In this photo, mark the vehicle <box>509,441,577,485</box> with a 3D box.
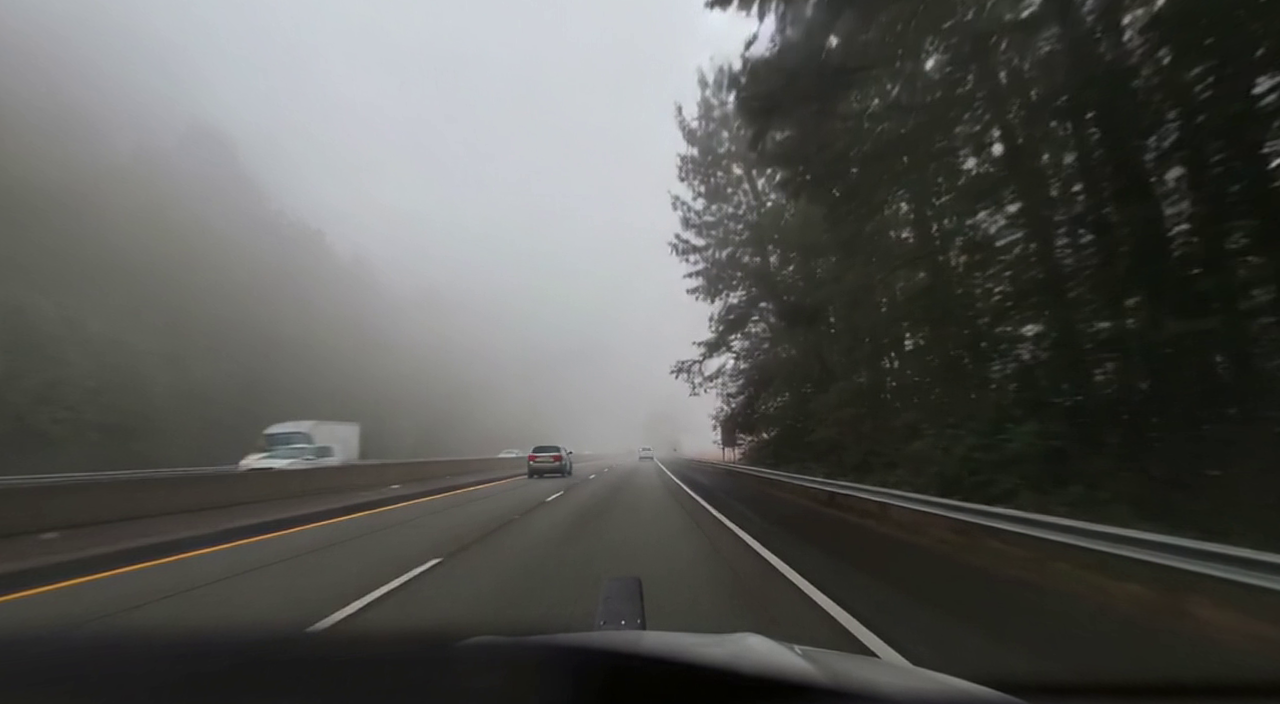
[{"bbox_3d":[-3.953,4.621,26.505,2.095,1.664,4.305,0,-9,1],"label":"vehicle"}]

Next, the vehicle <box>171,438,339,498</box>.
[{"bbox_3d":[-12.877,3.920,21.664,2.276,1.778,5.392,-1,-9,1],"label":"vehicle"}]
